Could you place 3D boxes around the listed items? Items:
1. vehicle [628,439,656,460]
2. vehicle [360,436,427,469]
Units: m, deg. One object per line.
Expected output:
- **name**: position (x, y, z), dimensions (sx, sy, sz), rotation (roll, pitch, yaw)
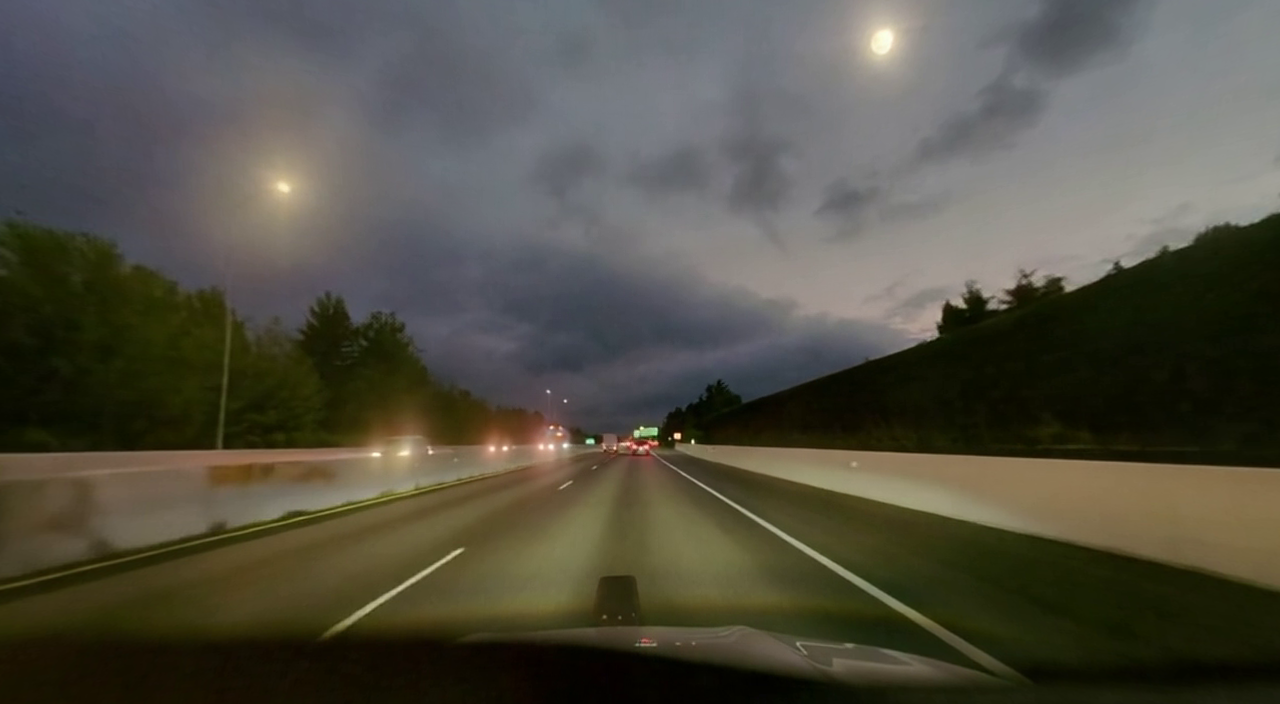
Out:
- **vehicle**: position (0.127, 7.381, 47.710), dimensions (2.030, 1.523, 4.114), rotation (0, -8, 0)
- **vehicle**: position (-14.994, 6.159, 38.652), dimensions (2.040, 1.854, 4.987), rotation (0, -8, 0)
